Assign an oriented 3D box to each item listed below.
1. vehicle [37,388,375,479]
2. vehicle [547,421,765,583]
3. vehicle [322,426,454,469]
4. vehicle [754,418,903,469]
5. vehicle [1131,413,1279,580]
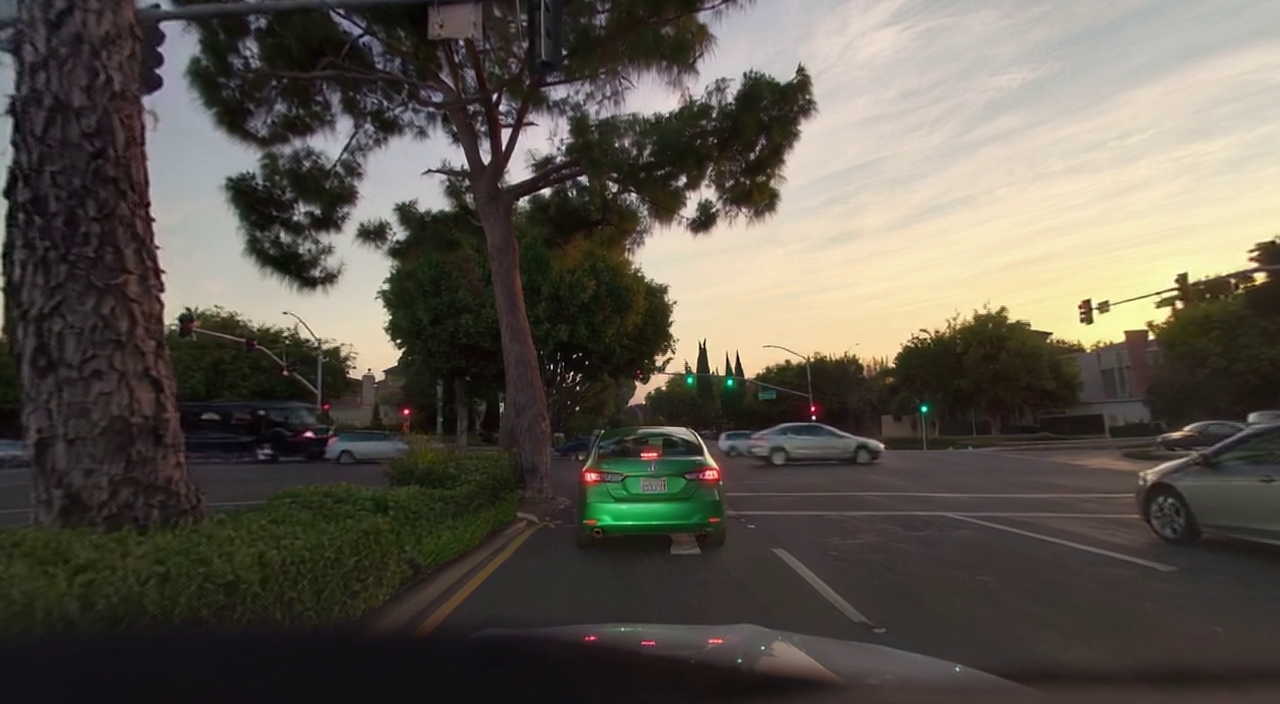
[{"bbox_3d":[-15.925,3.102,23.749,10.544,3.126,2.909,-1,-8,1],"label":"vehicle"},{"bbox_3d":[0.108,1.689,7.882,2.041,1.485,3.813,0,-8,-1],"label":"vehicle"},{"bbox_3d":[-10.833,4.138,27.362,4.833,1.784,2.027,0,-8,1],"label":"vehicle"},{"bbox_3d":[6.932,3.434,23.652,4.921,1.757,2.036,0,-8,1],"label":"vehicle"},{"bbox_3d":[7.070,1.316,5.613,1.901,1.577,4.348,0,-8,1],"label":"vehicle"}]
